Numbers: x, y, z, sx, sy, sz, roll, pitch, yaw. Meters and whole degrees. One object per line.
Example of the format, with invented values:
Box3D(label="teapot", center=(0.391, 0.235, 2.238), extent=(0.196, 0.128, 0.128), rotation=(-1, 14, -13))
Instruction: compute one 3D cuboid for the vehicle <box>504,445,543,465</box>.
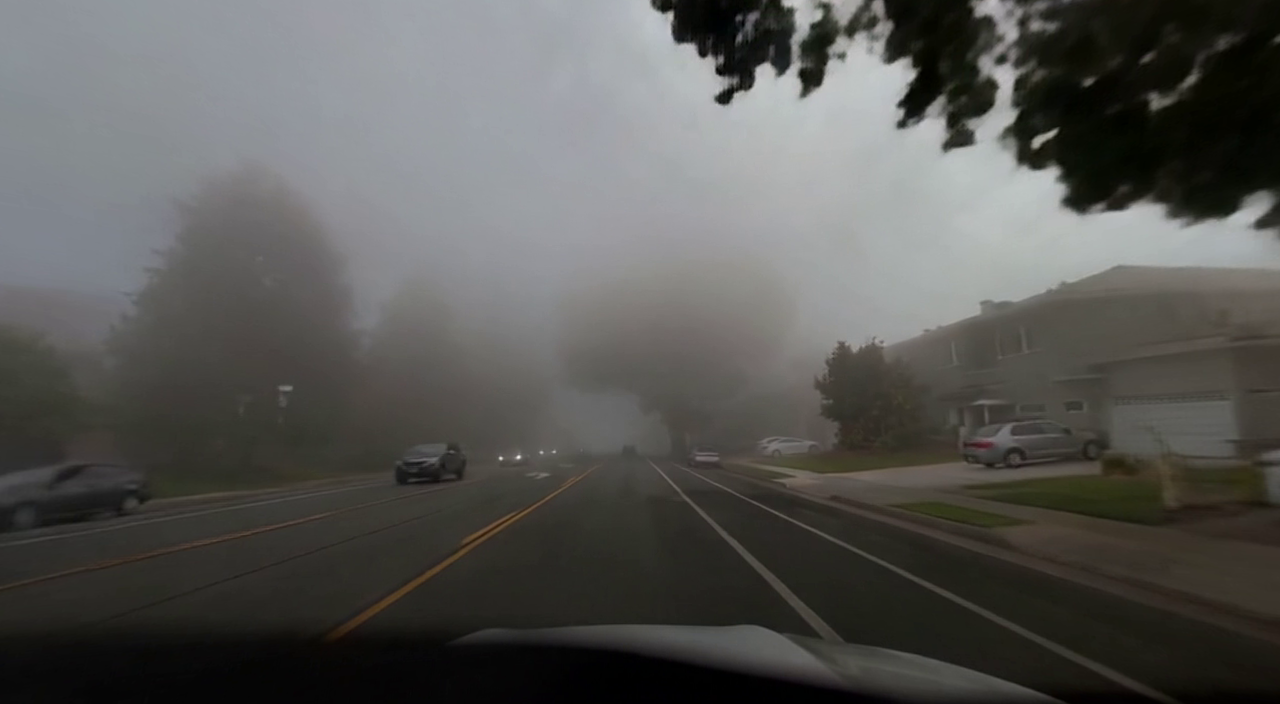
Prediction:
Box3D(label="vehicle", center=(-8.835, 7.800, 48.185), extent=(1.986, 1.442, 4.602), rotation=(0, -8, 1))

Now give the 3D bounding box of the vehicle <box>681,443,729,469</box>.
Box3D(label="vehicle", center=(3.793, 6.155, 37.578), extent=(1.946, 1.431, 4.695), rotation=(1, -8, -5))

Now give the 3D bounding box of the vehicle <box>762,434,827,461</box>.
Box3D(label="vehicle", center=(10.871, 6.714, 44.550), extent=(3.999, 1.599, 1.819), rotation=(-4, -8, 0))

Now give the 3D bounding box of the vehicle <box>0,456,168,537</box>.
Box3D(label="vehicle", center=(-13.320, 3.144, 14.301), extent=(1.850, 1.472, 4.511), rotation=(0, -8, -1))

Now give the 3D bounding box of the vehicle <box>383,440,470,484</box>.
Box3D(label="vehicle", center=(-8.683, 4.481, 26.149), extent=(2.030, 1.632, 4.520), rotation=(0, -8, 0))

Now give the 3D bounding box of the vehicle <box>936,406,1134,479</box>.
Box3D(label="vehicle", center=(11.940, 2.772, 19.353), extent=(4.625, 1.711, 1.910), rotation=(-5, -8, 0))
